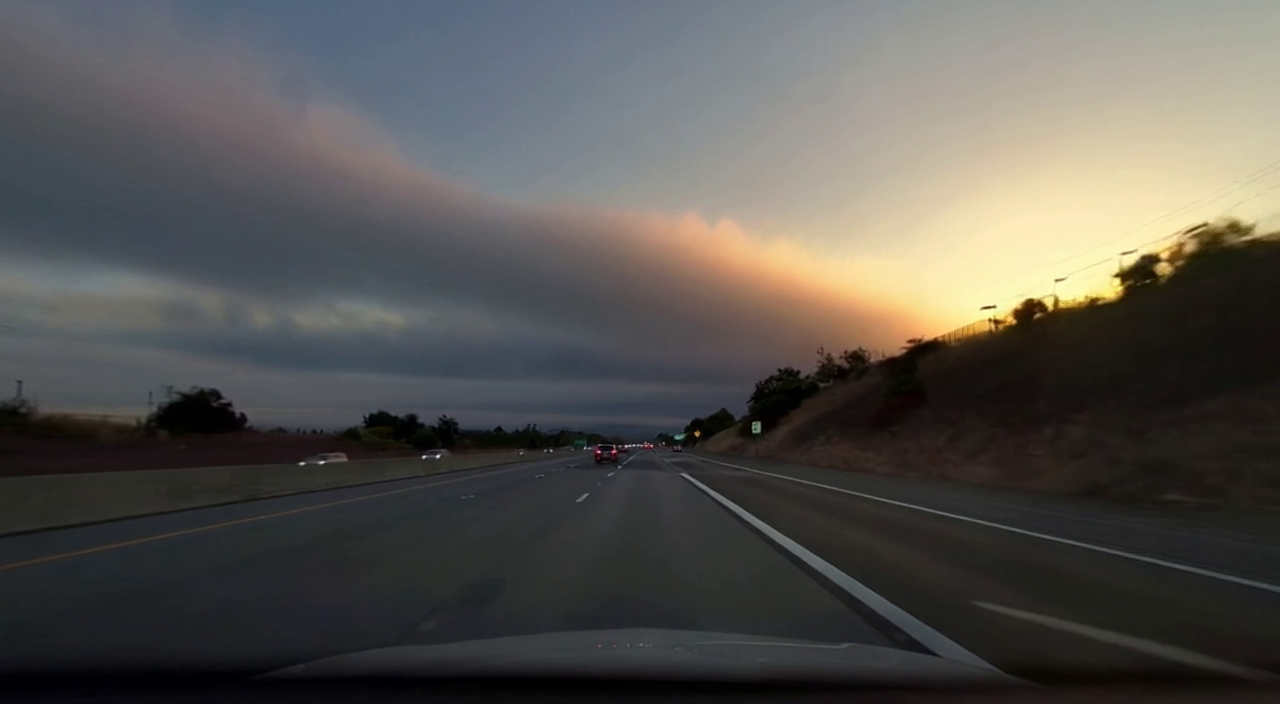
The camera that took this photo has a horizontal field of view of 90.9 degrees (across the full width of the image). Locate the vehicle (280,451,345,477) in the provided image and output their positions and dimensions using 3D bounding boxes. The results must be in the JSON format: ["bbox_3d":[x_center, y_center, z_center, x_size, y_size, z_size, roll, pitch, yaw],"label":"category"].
[{"bbox_3d":[-24.533,8.378,47.436,2.199,1.807,4.833,0,-8,1],"label":"vehicle"}]
